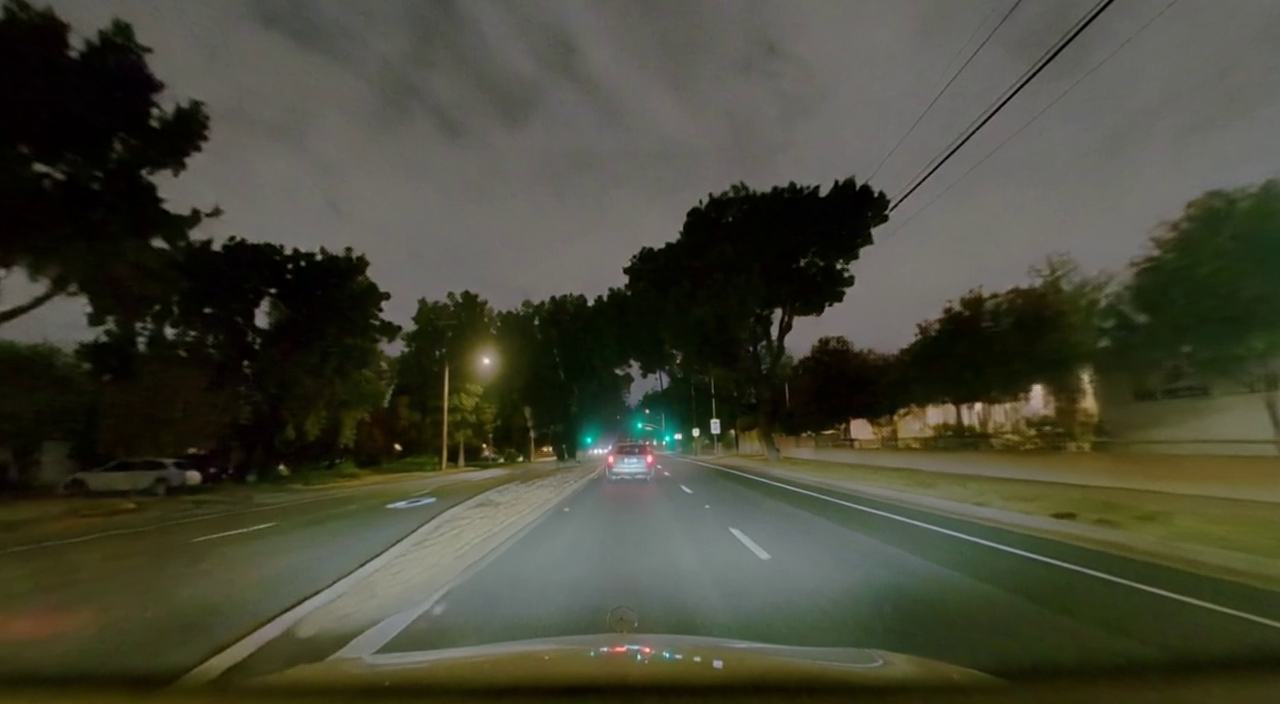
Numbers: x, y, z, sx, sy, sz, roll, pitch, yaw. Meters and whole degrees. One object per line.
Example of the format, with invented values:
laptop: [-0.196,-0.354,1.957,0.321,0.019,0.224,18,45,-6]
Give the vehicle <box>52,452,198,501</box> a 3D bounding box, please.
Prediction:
vehicle: [-21.633,5.222,26.669,4.470,1.917,1.932,-1,-9,3]

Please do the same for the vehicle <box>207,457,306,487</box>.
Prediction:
vehicle: [-21.655,6.779,35.795,4.366,1.526,1.921,0,-9,0]

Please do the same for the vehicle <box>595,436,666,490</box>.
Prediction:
vehicle: [-0.279,3.738,21.629,2.181,1.639,4.127,0,-9,0]
